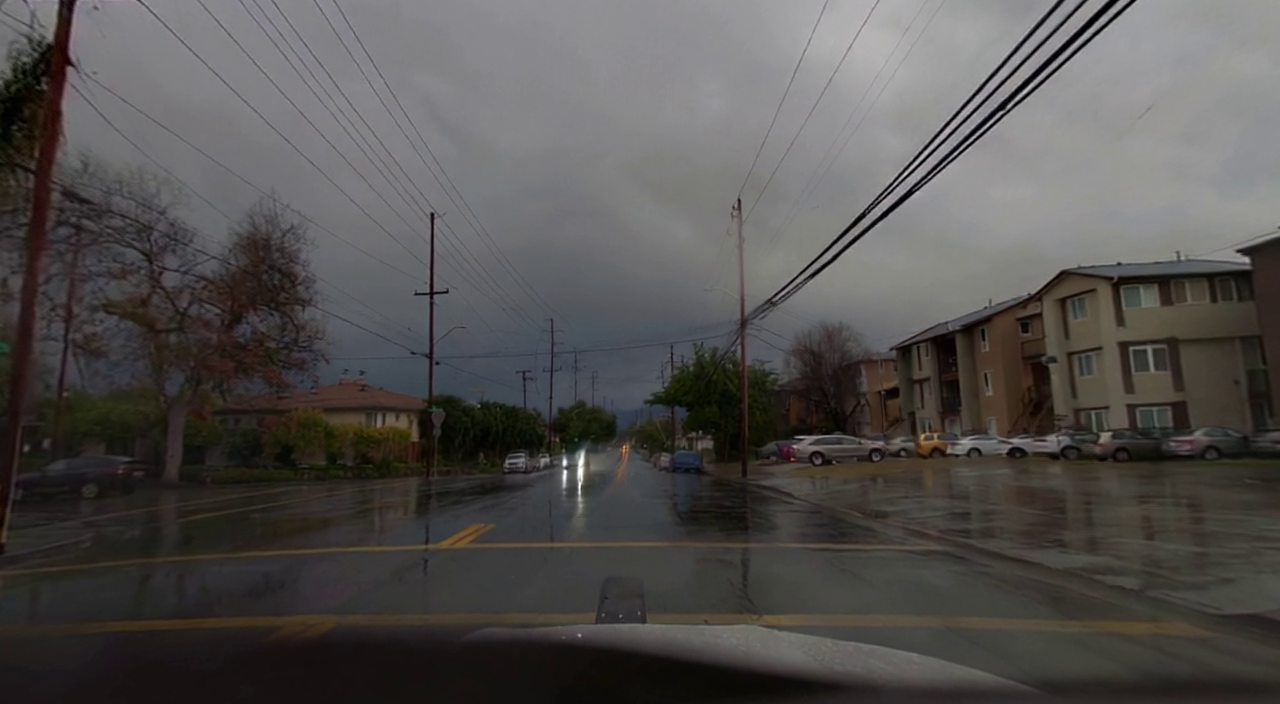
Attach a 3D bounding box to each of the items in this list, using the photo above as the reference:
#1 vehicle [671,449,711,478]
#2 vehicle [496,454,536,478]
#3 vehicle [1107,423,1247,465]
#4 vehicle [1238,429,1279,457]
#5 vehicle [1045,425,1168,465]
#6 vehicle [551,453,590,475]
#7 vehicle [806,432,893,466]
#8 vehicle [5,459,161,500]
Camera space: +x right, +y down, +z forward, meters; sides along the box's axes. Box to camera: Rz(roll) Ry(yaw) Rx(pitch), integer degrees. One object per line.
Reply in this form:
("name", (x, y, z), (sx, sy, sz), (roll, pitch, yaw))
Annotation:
("vehicle", (3.191, 7.047, 40.197), (1.993, 1.755, 4.256), (0, -9, -2))
("vehicle", (-8.622, 7.943, 44.255), (2.066, 1.472, 4.353), (0, -9, -1))
("vehicle", (22.357, 3.881, 26.415), (4.002, 1.505, 2.061), (-2, -10, -5))
("vehicle", (32.857, 4.676, 32.485), (3.433, 1.389, 1.683), (4, -9, -24))
("vehicle", (22.037, 4.363, 30.082), (4.320, 1.673, 1.957), (-2, -6, 24))
("vehicle", (-5.065, 8.222, 46.521), (2.179, 1.494, 4.523), (-1, -9, 2))
("vehicle", (11.170, 5.139, 33.620), (4.509, 1.664, 1.981), (6, -10, -34))
("vehicle", (-22.321, 5.110, 25.456), (4.424, 1.486, 1.814), (0, -9, -2))
